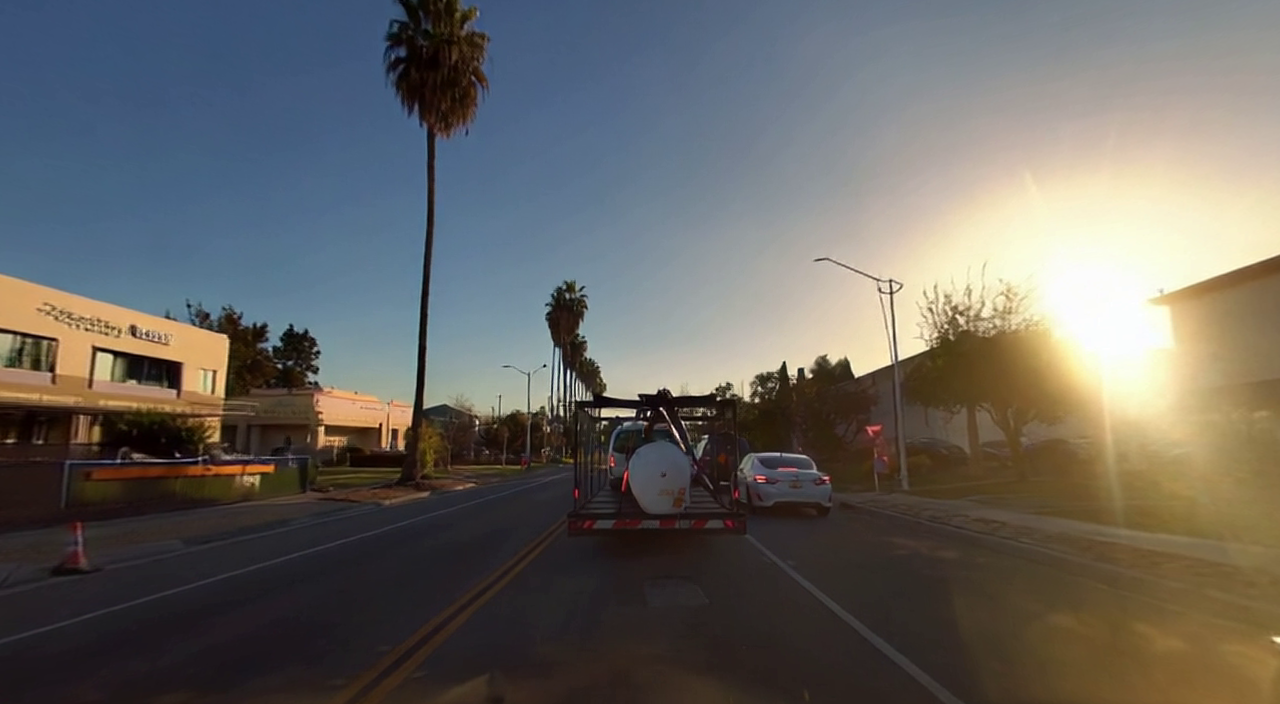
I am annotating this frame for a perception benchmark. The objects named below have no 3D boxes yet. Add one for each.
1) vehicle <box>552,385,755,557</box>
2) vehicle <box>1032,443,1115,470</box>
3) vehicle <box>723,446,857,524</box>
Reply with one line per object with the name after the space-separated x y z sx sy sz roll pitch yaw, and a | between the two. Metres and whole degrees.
0.187 2.093 11.800 2.728 2.305 6.506 0 -9 0 | vehicle
28.529 6.864 41.500 4.193 1.633 1.928 -4 -9 26 | vehicle
3.198 2.908 14.330 2.010 1.499 4.107 0 -9 0 | vehicle
